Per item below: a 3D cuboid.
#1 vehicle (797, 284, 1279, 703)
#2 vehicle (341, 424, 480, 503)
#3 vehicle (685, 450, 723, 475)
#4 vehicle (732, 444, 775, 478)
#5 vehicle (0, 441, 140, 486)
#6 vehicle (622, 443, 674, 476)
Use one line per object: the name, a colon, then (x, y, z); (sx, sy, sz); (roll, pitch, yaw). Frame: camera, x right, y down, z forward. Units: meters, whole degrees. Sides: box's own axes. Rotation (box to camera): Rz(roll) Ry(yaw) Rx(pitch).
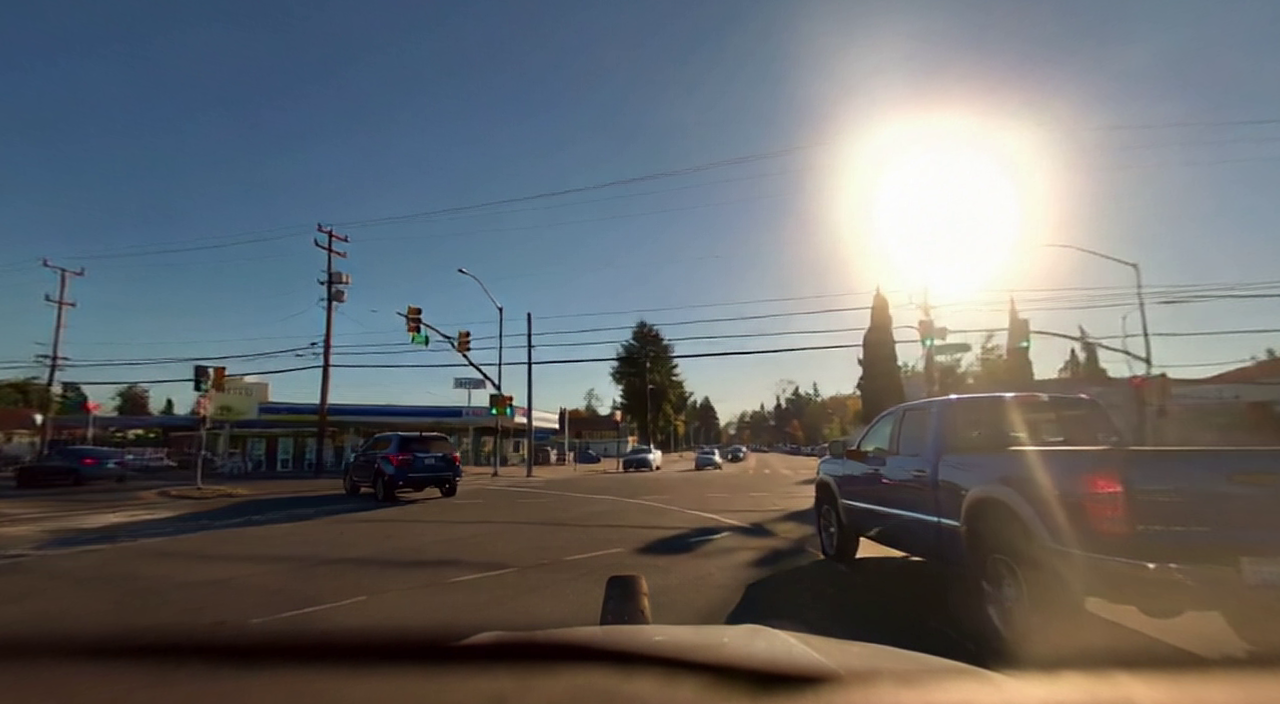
vehicle: (3.048, 1.029, 4.844); (2.036, 1.818, 5.192); (0, -8, -4)
vehicle: (-6.460, 2.994, 17.369); (2.141, 1.842, 4.889); (6, -11, -37)
vehicle: (4.109, 6.974, 39.963); (1.856, 1.448, 4.455); (-2, -9, 12)
vehicle: (6.378, 5.975, 34.931); (2.089, 1.737, 4.720); (-2, -9, 13)
vehicle: (-23.555, 4.573, 26.079); (4.498, 1.725, 1.921); (-2, -9, 12)
vehicle: (0.578, 6.693, 39.631); (2.303, 1.895, 5.301); (-2, -9, 11)
